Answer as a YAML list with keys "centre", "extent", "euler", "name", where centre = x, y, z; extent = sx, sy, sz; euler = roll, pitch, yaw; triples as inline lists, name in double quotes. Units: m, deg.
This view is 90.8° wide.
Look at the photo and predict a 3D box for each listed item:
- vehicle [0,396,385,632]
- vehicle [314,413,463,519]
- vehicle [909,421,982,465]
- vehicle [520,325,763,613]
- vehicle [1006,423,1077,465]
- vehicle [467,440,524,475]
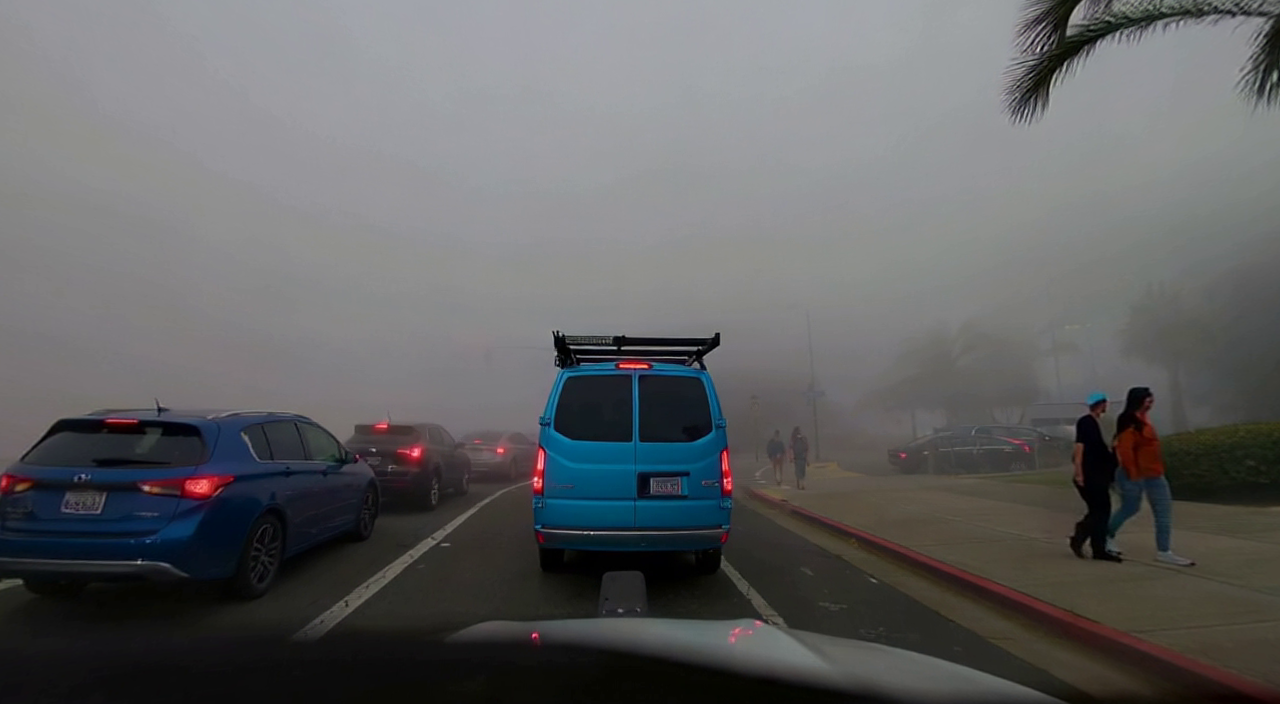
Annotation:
- centre: [-4.399, 1.464, 6.670]
  extent: [1.986, 1.643, 4.315]
  euler: [1, -9, -6]
  name: "vehicle"
- centre: [-5.202, 2.413, 13.882]
  extent: [2.089, 1.854, 5.022]
  euler: [2, -9, -11]
  name: "vehicle"
- centre: [12.649, 3.766, 26.037]
  extent: [2.046, 1.675, 3.924]
  euler: [-6, -10, 33]
  name: "vehicle"
- centre: [-0.192, 1.222, 7.179]
  extent: [1.902, 2.238, 4.263]
  euler: [1, -9, -6]
  name: "vehicle"
- centre: [15.775, 3.620, 24.730]
  extent: [2.048, 1.475, 3.972]
  euler: [-6, -10, 34]
  name: "vehicle"
- centre: [-6.835, 4.896, 29.574]
  extent: [1.818, 1.479, 4.428]
  euler: [4, -9, -22]
  name: "vehicle"
